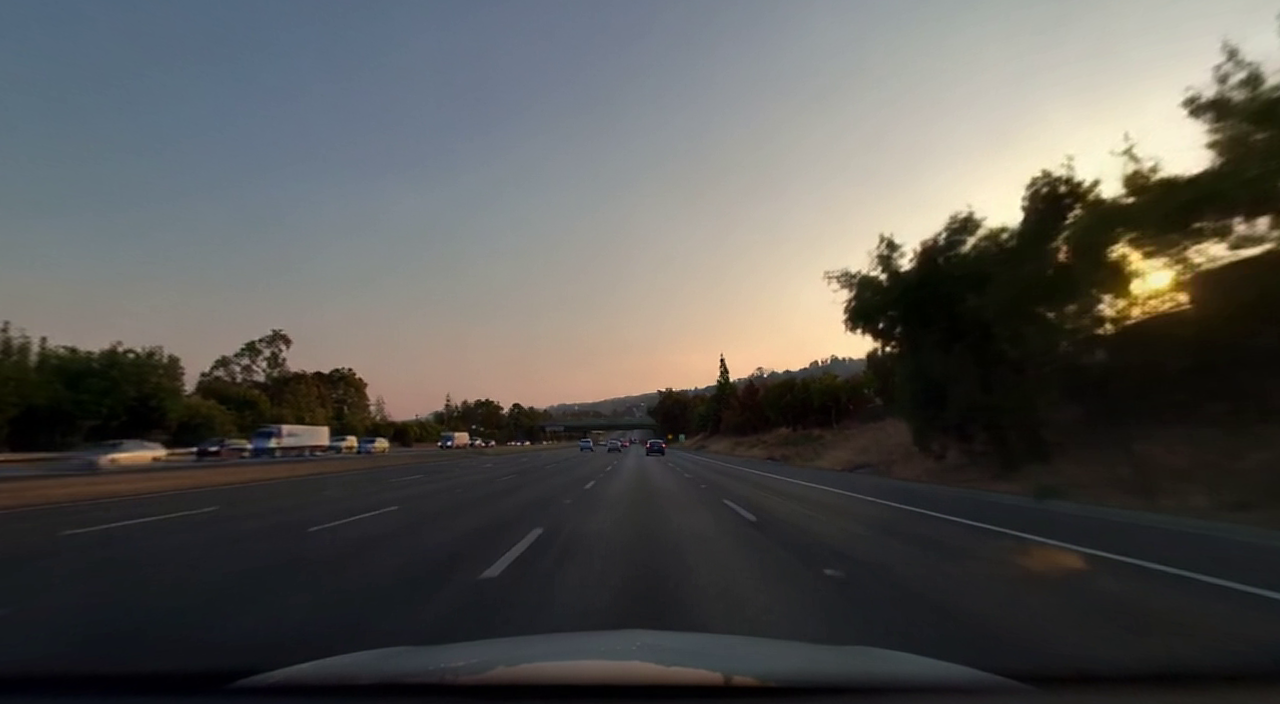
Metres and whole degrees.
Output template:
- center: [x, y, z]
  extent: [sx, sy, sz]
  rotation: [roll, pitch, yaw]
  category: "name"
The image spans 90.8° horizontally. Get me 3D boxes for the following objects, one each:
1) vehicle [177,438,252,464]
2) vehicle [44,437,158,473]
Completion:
- center: [-31.634, 7.382, 47.129]
  extent: [2.058, 1.790, 5.148]
  rotation: [0, -8, 0]
  category: "vehicle"
- center: [-27.904, 5.335, 32.915]
  extent: [1.934, 1.678, 4.559]
  rotation: [0, -8, 0]
  category: "vehicle"
